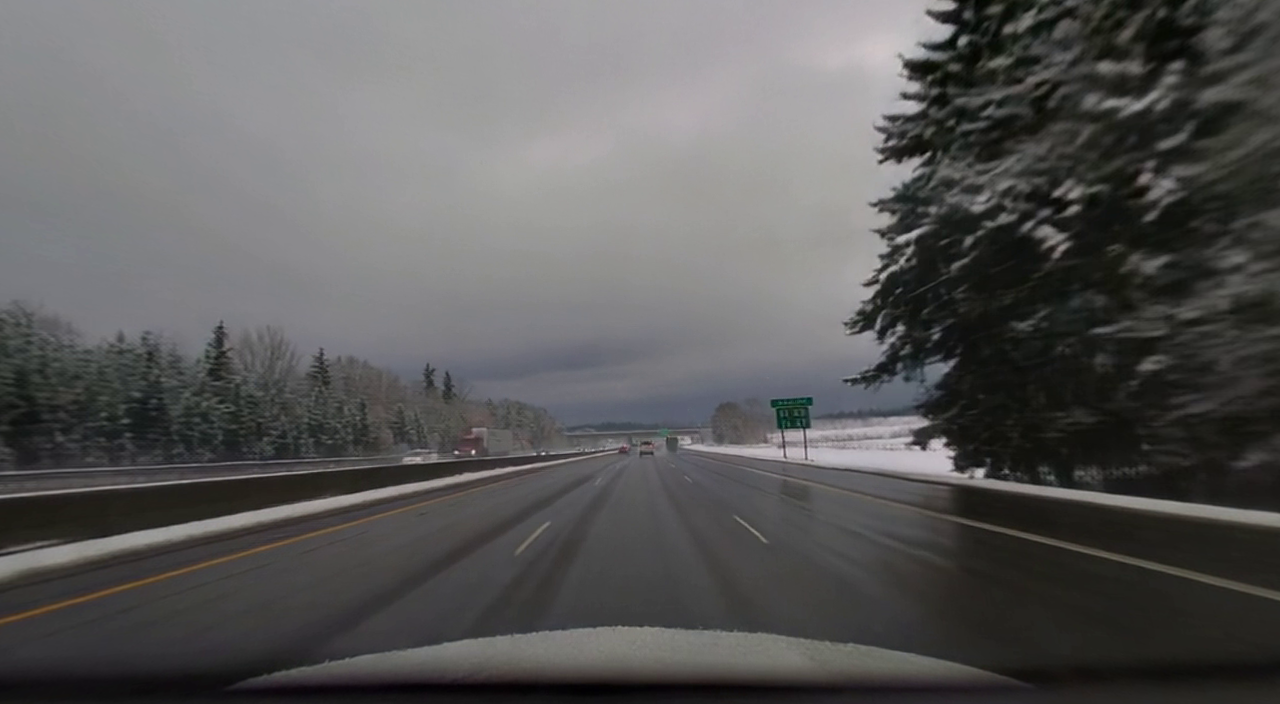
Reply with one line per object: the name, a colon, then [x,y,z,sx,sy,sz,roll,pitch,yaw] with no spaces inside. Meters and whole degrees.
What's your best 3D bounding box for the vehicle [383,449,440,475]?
vehicle: [-15.596,7.500,43.175,2.013,1.613,4.700,-1,-9,2]
